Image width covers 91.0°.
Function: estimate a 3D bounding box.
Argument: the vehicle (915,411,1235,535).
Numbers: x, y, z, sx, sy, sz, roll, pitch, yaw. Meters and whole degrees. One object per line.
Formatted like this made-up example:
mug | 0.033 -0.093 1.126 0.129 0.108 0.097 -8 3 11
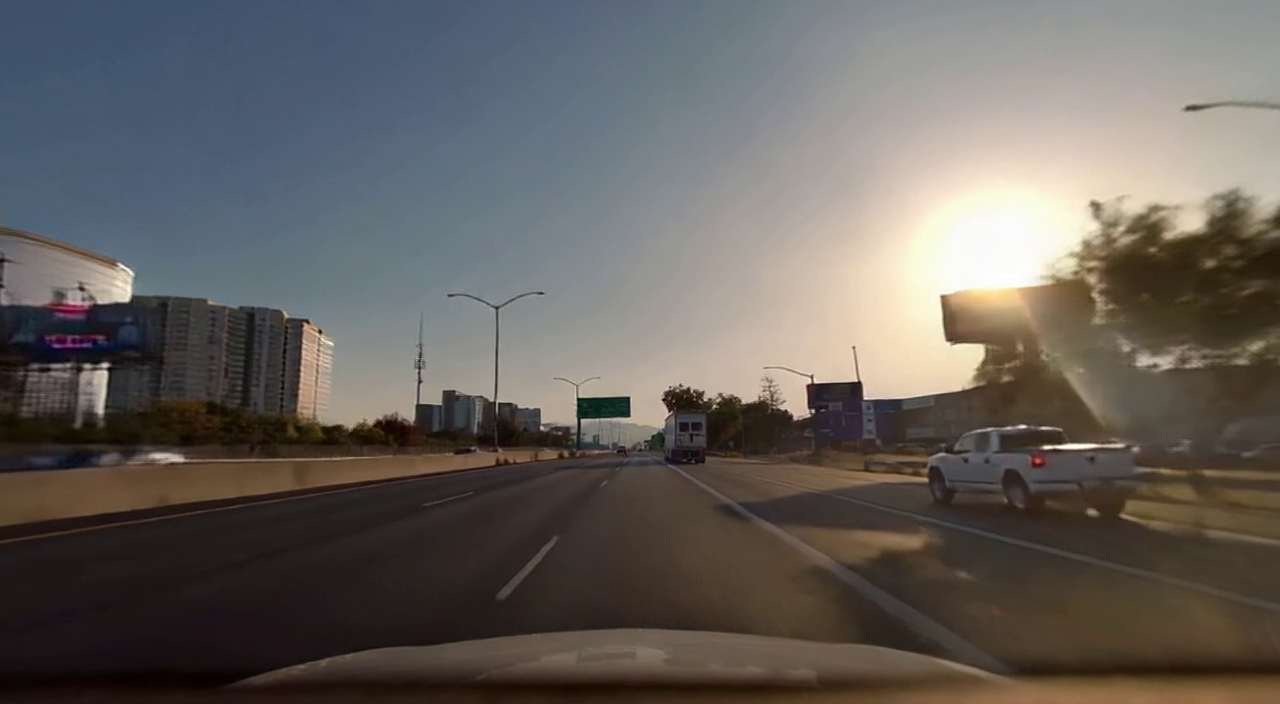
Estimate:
vehicle | 8.062 2.331 12.663 2.544 1.947 5.288 0 -9 -1
